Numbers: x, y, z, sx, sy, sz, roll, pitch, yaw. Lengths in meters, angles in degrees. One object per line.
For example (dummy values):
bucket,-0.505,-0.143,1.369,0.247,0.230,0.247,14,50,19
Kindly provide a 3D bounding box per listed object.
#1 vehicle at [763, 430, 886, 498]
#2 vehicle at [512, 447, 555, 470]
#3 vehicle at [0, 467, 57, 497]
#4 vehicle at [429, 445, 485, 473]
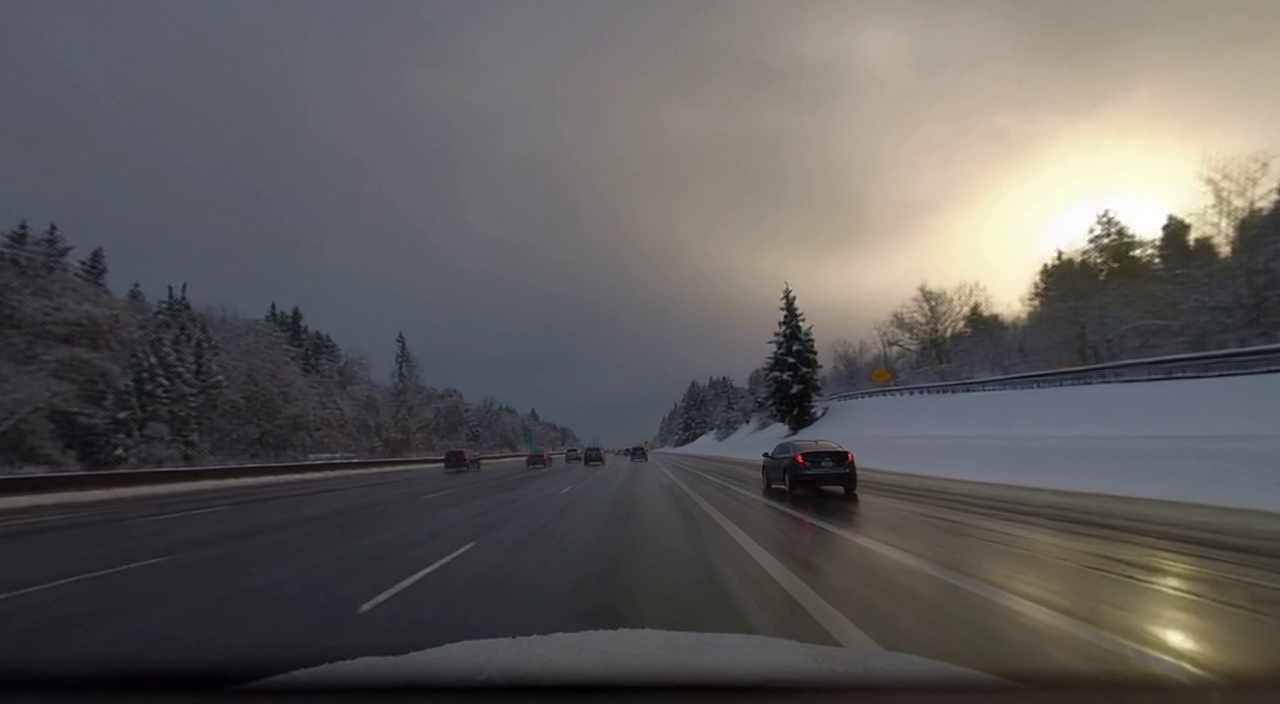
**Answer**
vehicle,5.458,3.396,19.479,2.259,1.816,4.862,0,-9,-1
vehicle,-7.382,7.430,44.106,2.071,1.486,4.703,0,-9,1
vehicle,-35.229,7.207,35.025,1.766,1.465,4.019,0,-9,-1
vehicle,-11.478,6.714,39.807,2.107,1.628,4.446,0,-9,0
